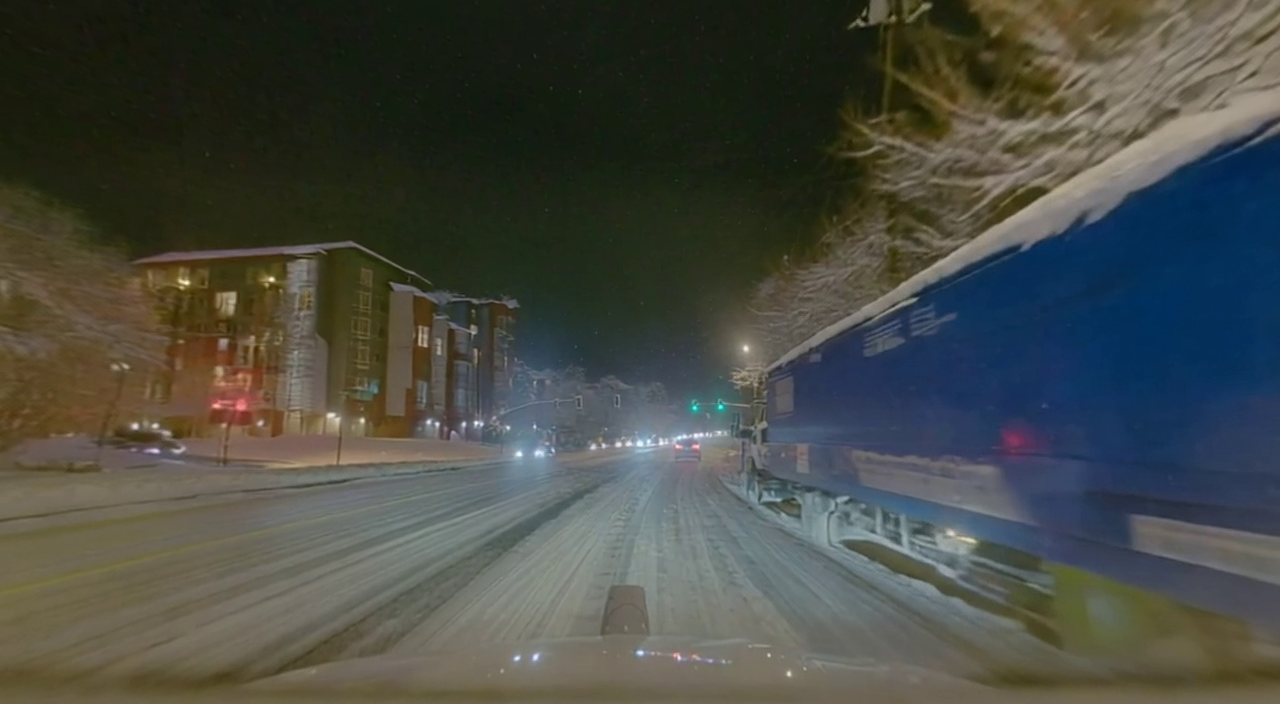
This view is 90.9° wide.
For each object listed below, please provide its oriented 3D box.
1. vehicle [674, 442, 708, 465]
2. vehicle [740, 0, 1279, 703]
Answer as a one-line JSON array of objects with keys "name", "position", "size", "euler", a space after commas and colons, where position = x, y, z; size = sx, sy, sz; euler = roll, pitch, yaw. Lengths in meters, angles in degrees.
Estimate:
[{"name": "vehicle", "position": [3.405, 6.646, 41.443], "size": [1.871, 1.370, 4.206], "euler": [-2, -8, 9]}, {"name": "vehicle", "position": [3.764, 0.466, 7.782], "size": [3.157, 3.982, 13.307], "euler": [0, -8, 1]}]
